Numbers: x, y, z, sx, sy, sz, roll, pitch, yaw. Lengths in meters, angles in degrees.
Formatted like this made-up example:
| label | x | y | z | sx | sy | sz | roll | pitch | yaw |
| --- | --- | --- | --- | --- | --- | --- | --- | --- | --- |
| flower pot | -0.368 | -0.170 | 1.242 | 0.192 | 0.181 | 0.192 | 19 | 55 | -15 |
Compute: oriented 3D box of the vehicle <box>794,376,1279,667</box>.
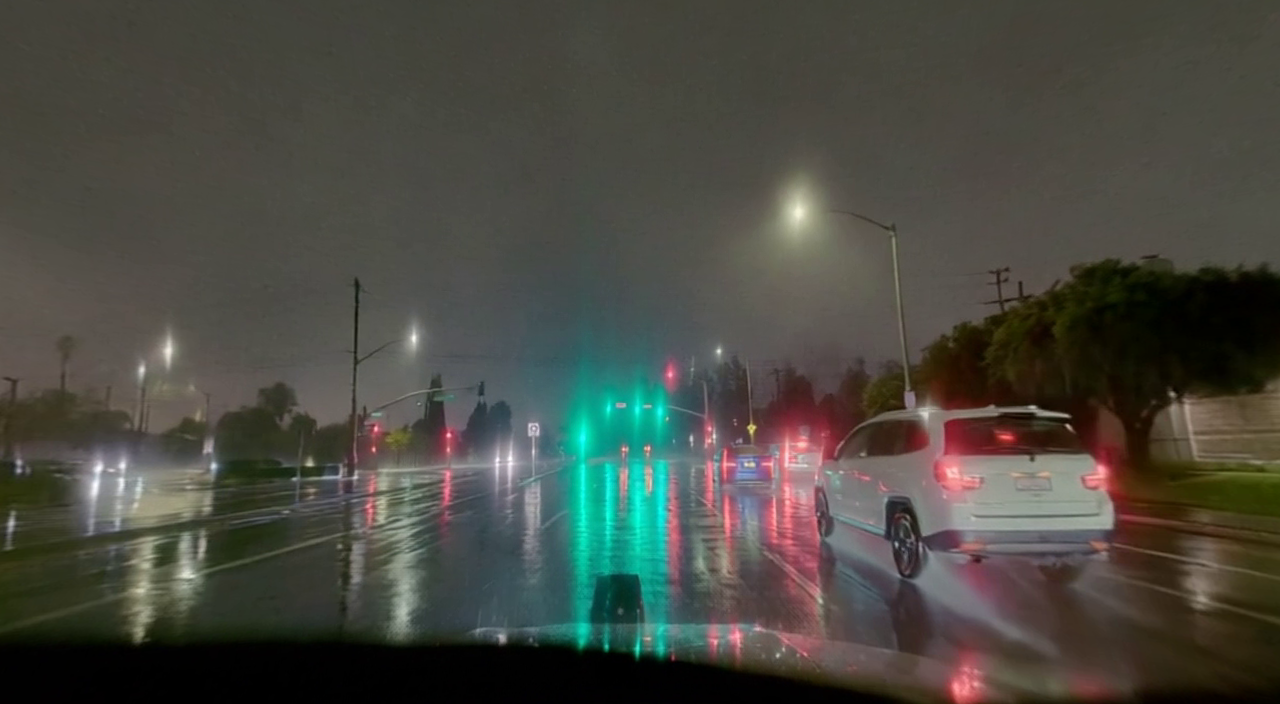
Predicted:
| label | x | y | z | sx | sy | sz | roll | pitch | yaw |
| --- | --- | --- | --- | --- | --- | --- | --- | --- | --- |
| vehicle | 3.197 | 1.374 | 6.212 | 2.129 | 1.761 | 4.610 | 0 | -9 | 0 |

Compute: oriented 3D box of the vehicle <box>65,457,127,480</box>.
| label | x | y | z | sx | sy | sz | roll | pitch | yaw |
| --- | --- | --- | --- | --- | --- | --- | --- | --- | --- |
| vehicle | -38.378 | 8.169 | 44.351 | 4.260 | 1.501 | 1.892 | -5 | -10 | 30 |

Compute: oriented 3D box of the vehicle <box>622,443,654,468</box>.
| label | x | y | z | sx | sy | sz | roll | pitch | yaw |
| --- | --- | --- | --- | --- | --- | --- | --- | --- | --- |
| vehicle | -0.152 | 7.287 | 44.367 | 2.146 | 1.685 | 4.003 | 0 | -9 | 0 |

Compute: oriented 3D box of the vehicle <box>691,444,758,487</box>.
| label | x | y | z | sx | sy | sz | roll | pitch | yaw |
| --- | --- | --- | --- | --- | --- | --- | --- | --- | --- |
| vehicle | 3.024 | 4.154 | 23.400 | 1.889 | 1.451 | 4.180 | 0 | -9 | -1 |
